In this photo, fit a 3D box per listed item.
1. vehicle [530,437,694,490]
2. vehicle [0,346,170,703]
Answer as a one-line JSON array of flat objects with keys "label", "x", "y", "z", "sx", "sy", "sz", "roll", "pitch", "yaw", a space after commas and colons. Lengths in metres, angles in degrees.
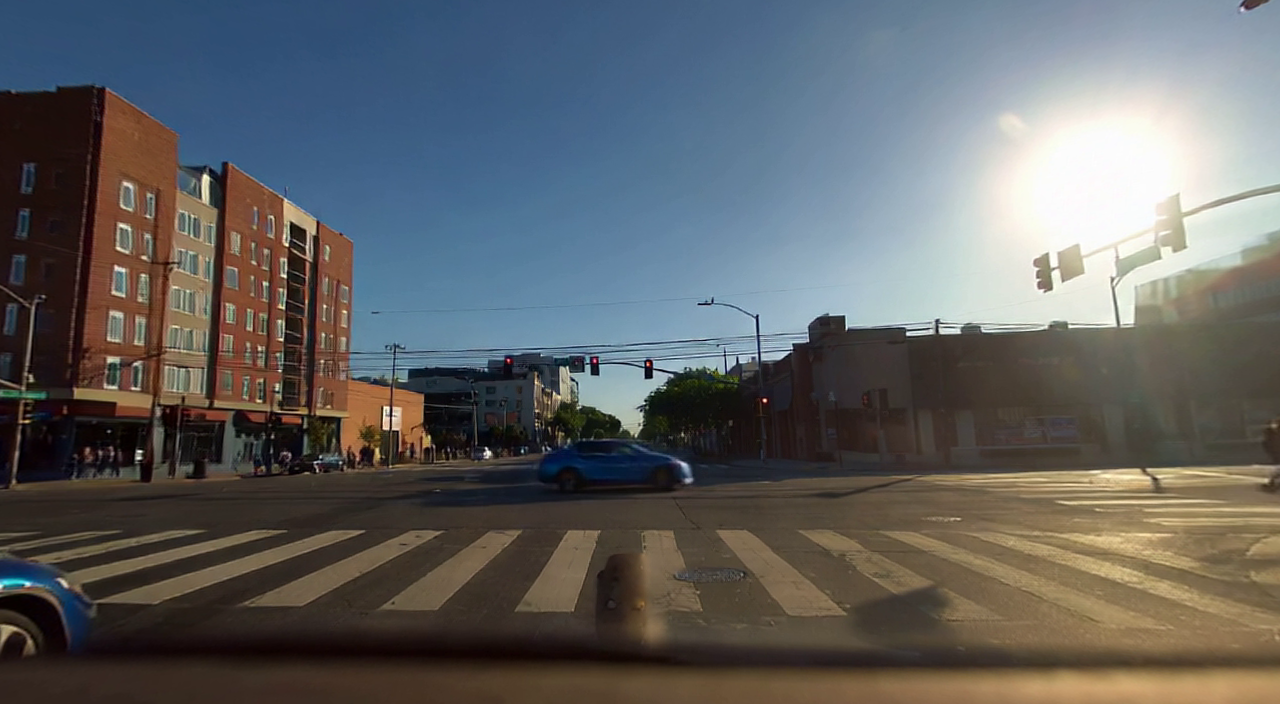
[{"label": "vehicle", "x": -0.778, "y": 3.253, "z": 18.438, "sx": 4.551, "sy": 1.454, "sz": 1.941, "roll": 0, "pitch": -8, "yaw": 0}, {"label": "vehicle", "x": -3.634, "y": 0.614, "z": 1.065, "sx": 2.109, "sy": 1.692, "sz": 4.587, "roll": 0, "pitch": -8, "yaw": 0}]
